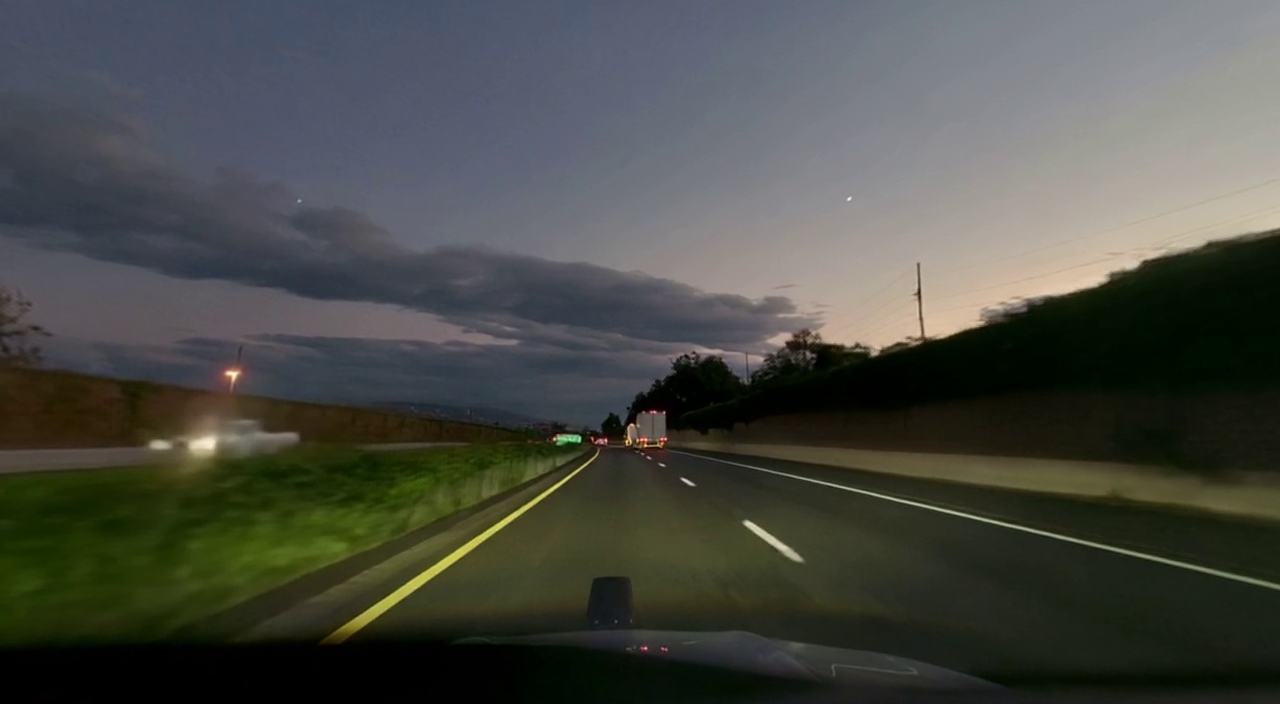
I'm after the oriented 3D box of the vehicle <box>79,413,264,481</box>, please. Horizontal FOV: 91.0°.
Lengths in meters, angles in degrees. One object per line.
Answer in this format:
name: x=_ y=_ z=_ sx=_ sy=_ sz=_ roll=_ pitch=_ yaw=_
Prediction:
vehicle: x=-12.209 y=2.524 z=16.827 sx=1.829 sy=1.570 sz=4.180 roll=0 pitch=-8 yaw=-3
